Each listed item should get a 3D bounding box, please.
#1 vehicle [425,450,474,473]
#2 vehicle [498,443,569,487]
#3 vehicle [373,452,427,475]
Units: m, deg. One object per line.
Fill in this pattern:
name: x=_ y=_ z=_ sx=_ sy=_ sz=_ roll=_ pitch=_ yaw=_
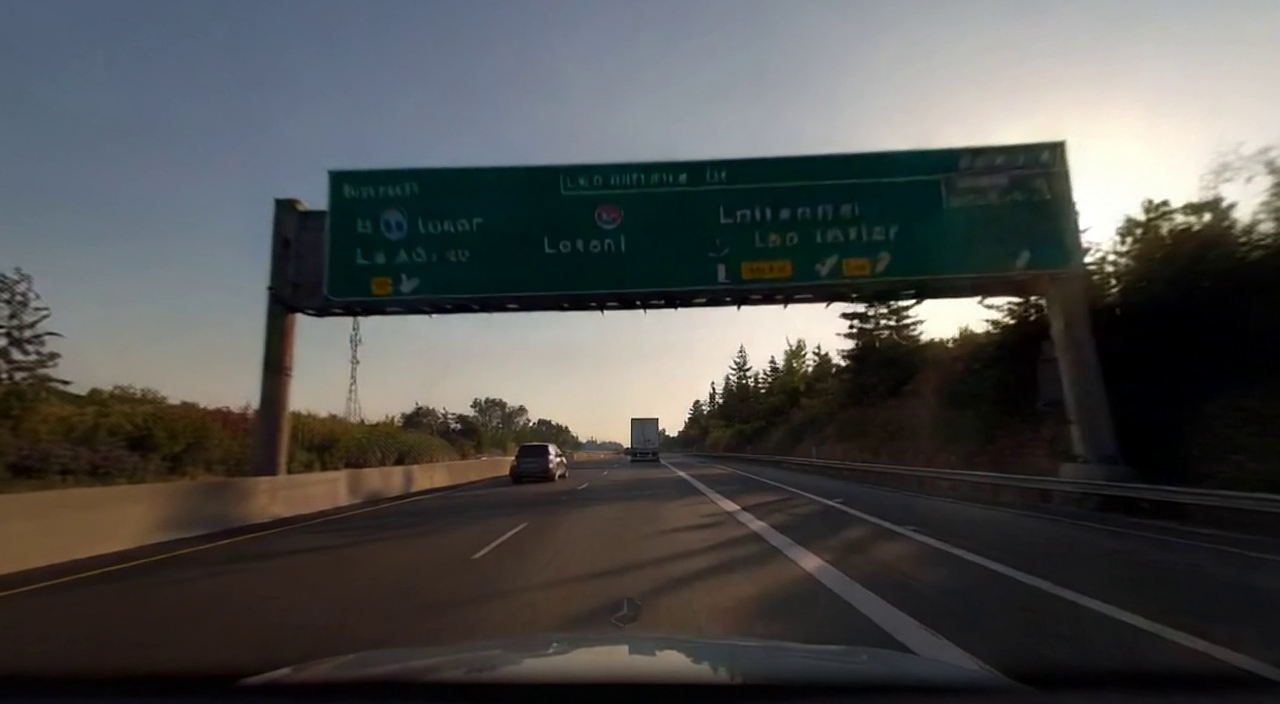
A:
vehicle: x=-13.078 y=7.518 z=43.557 sx=1.958 sy=1.438 sz=4.420 roll=0 pitch=-9 yaw=1
vehicle: x=-4.284 y=4.637 z=26.224 sx=2.016 sy=1.636 sz=4.964 roll=0 pitch=-9 yaw=1
vehicle: x=-17.068 y=7.900 z=45.119 sx=1.993 sy=1.507 sz=4.685 roll=0 pitch=-9 yaw=1
